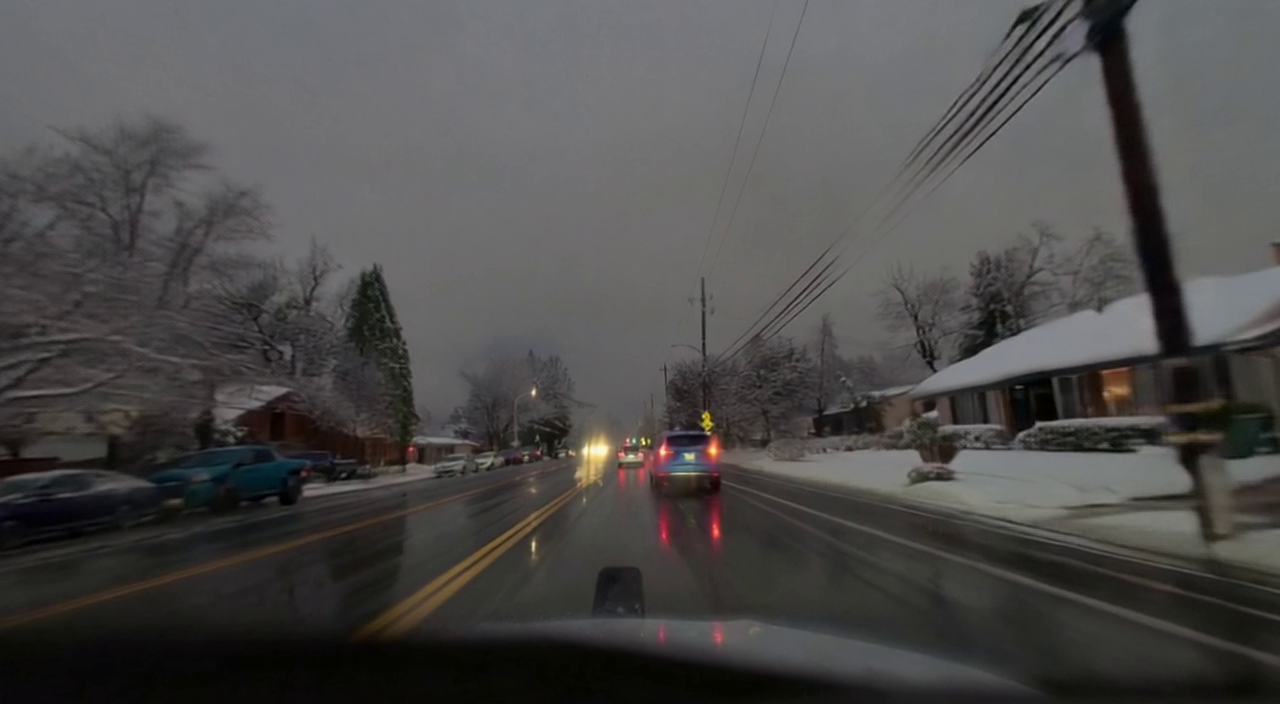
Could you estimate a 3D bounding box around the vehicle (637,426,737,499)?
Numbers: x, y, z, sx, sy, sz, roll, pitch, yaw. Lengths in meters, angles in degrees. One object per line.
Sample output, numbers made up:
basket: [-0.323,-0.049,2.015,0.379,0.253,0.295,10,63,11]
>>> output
vehicle: [1.145,3.034,17.843,2.200,1.763,4.676,0,-8,-3]

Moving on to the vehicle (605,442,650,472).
vehicle: [-0.636,5.375,32.583,2.196,1.449,4.006,0,-8,-1]

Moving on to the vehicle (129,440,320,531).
vehicle: [-12.203,3.845,19.134,2.504,2.031,5.237,-6,-7,-3]

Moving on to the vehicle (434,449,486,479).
vehicle: [-12.386,7.733,43.912,2.150,1.644,5.120,-5,-8,-1]

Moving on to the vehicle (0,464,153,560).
vehicle: [-12.152,3.111,12.211,1.897,1.498,4.628,-5,-8,-1]
